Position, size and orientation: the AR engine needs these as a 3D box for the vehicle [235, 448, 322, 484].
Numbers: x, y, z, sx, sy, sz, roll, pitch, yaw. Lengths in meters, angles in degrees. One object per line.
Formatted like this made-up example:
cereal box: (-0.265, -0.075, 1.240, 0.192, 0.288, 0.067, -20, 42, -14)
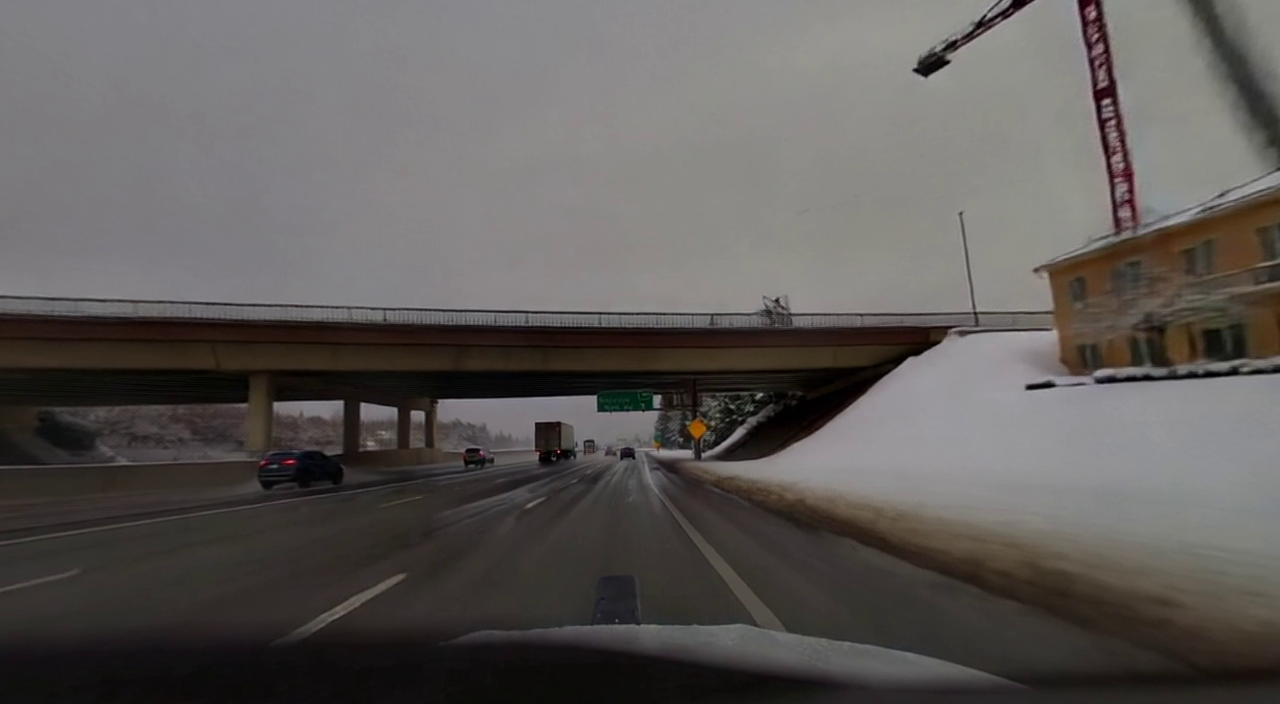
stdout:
vehicle: (-19.161, 6.024, 33.760, 1.932, 1.752, 4.541, 0, -9, 0)
